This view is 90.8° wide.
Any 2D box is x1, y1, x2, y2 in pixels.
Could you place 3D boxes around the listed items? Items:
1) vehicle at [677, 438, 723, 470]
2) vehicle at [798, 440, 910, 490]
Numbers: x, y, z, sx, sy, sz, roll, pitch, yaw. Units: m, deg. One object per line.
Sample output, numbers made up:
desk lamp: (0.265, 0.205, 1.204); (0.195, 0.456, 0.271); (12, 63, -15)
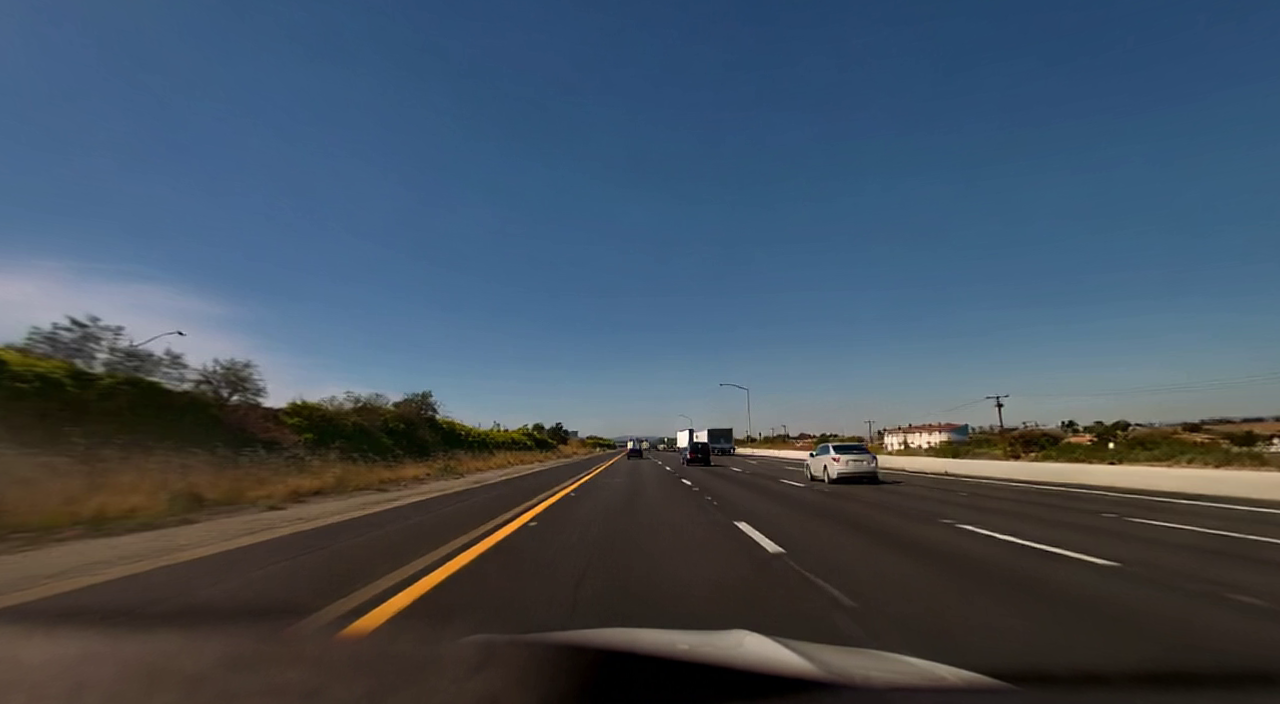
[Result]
vehicle: (3.532, 6.137, 38.281); (2.141, 1.785, 4.778); (0, -8, -2)
vehicle: (7.208, 3.846, 21.893); (2.046, 1.509, 4.929); (0, -8, -1)
